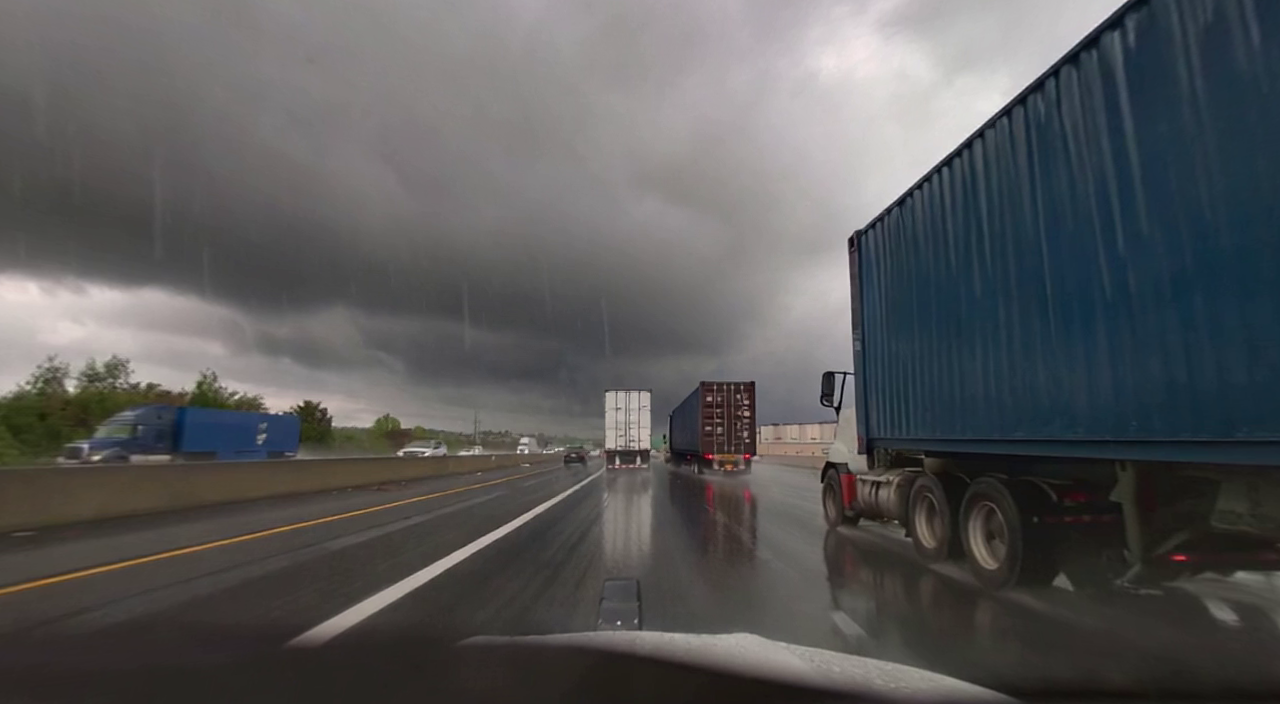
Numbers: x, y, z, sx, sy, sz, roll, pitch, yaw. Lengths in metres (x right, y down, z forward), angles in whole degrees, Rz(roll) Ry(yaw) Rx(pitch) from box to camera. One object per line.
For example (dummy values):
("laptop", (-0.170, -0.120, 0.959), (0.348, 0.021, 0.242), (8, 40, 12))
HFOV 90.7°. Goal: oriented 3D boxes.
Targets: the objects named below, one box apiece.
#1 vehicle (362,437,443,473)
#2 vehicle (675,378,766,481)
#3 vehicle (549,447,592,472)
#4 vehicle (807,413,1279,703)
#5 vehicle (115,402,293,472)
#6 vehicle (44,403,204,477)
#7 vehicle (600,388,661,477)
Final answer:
("vehicle", (-12.794, 5.595, 34.633), (2.179, 1.779, 5.632), (-1, -9, 1))
("vehicle", (3.550, 4.042, 31.671), (2.803, 4.072, 12.744), (0, -9, 0))
("vehicle", (-4.279, 6.697, 39.736), (2.138, 1.478, 4.641), (0, -9, 0))
("vehicle", (3.031, 1.367, 5.316), (2.073, 1.474, 4.320), (0, -9, 0))
("vehicle", (-28.704, 5.883, 43.057), (2.832, 4.023, 13.121), (0, -9, 0))
("vehicle", (-28.517, 4.968, 35.548), (2.989, 3.688, 6.884), (-1, -9, 0))
("vehicle", (-0.512, 4.632, 35.533), (2.841, 4.071, 12.046), (0, -9, -1))
